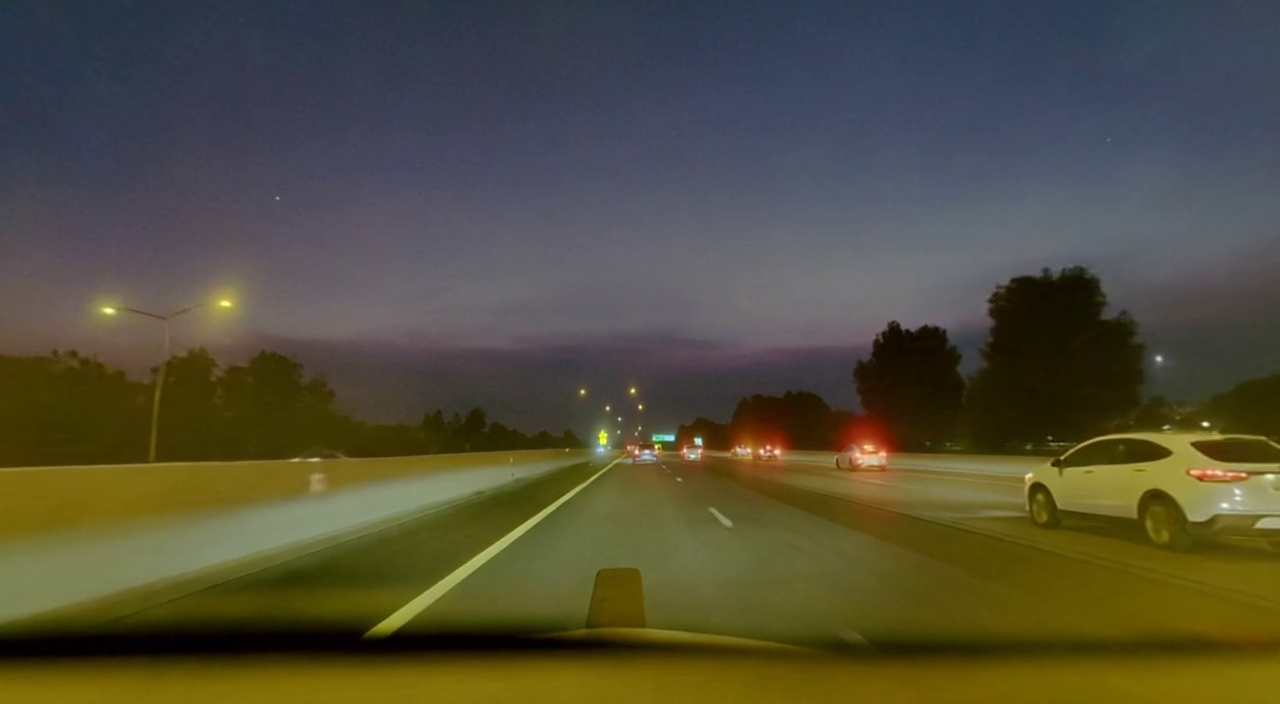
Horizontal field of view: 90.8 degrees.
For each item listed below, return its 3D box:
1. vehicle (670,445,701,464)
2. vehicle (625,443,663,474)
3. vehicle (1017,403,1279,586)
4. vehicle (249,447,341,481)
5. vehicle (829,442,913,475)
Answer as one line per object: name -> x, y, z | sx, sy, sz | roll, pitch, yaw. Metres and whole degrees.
vehicle -> 3.530, 8.050, 49.749 | 1.993, 1.427, 4.204 | 0, -9, -1
vehicle -> 0.167, 5.911, 35.395 | 1.864, 1.566, 4.446 | 0, -8, -3
vehicle -> 6.957, 1.579, 7.576 | 2.027, 1.679, 4.543 | 0, -9, 0
vehicle -> -17.730, 5.744, 32.794 | 2.053, 1.582, 4.816 | 0, -9, 0
vehicle -> 10.958, 5.099, 30.401 | 2.087, 1.442, 4.834 | 0, -9, -1
